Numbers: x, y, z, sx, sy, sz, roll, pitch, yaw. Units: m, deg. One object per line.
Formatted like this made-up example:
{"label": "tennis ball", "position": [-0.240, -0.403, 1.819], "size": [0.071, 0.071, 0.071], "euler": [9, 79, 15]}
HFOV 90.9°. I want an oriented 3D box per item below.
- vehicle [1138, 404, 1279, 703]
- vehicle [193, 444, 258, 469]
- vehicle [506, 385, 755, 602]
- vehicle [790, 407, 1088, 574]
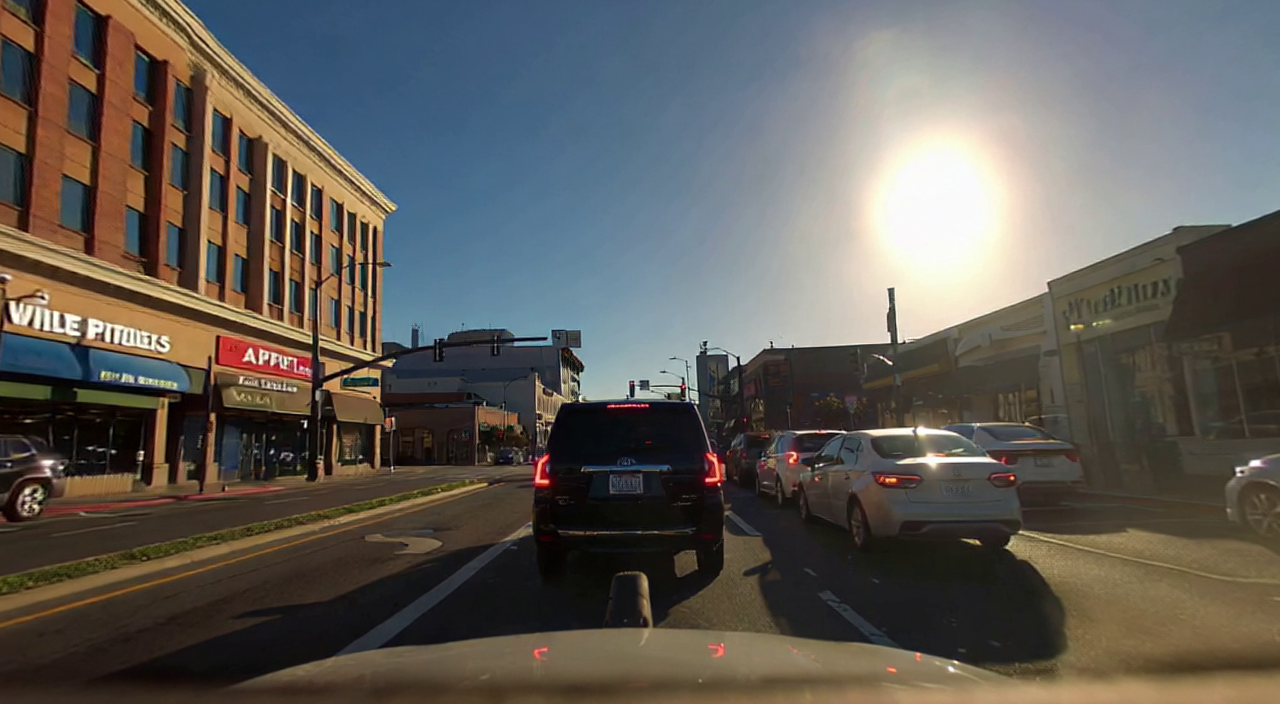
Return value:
{"label": "vehicle", "position": [3.370, 0.702, 0.749], "size": [1.884, 1.484, 4.609], "euler": [0, -8, 2]}
{"label": "vehicle", "position": [-27.424, 6.880, 41.866], "size": [1.693, 1.563, 3.716], "euler": [0, -8, 0]}
{"label": "vehicle", "position": [0.001, 1.533, 7.686], "size": [2.154, 1.861, 4.280], "euler": [0, -8, 3]}
{"label": "vehicle", "position": [3.626, 1.758, 8.787], "size": [2.036, 1.719, 4.318], "euler": [0, -8, 0]}
